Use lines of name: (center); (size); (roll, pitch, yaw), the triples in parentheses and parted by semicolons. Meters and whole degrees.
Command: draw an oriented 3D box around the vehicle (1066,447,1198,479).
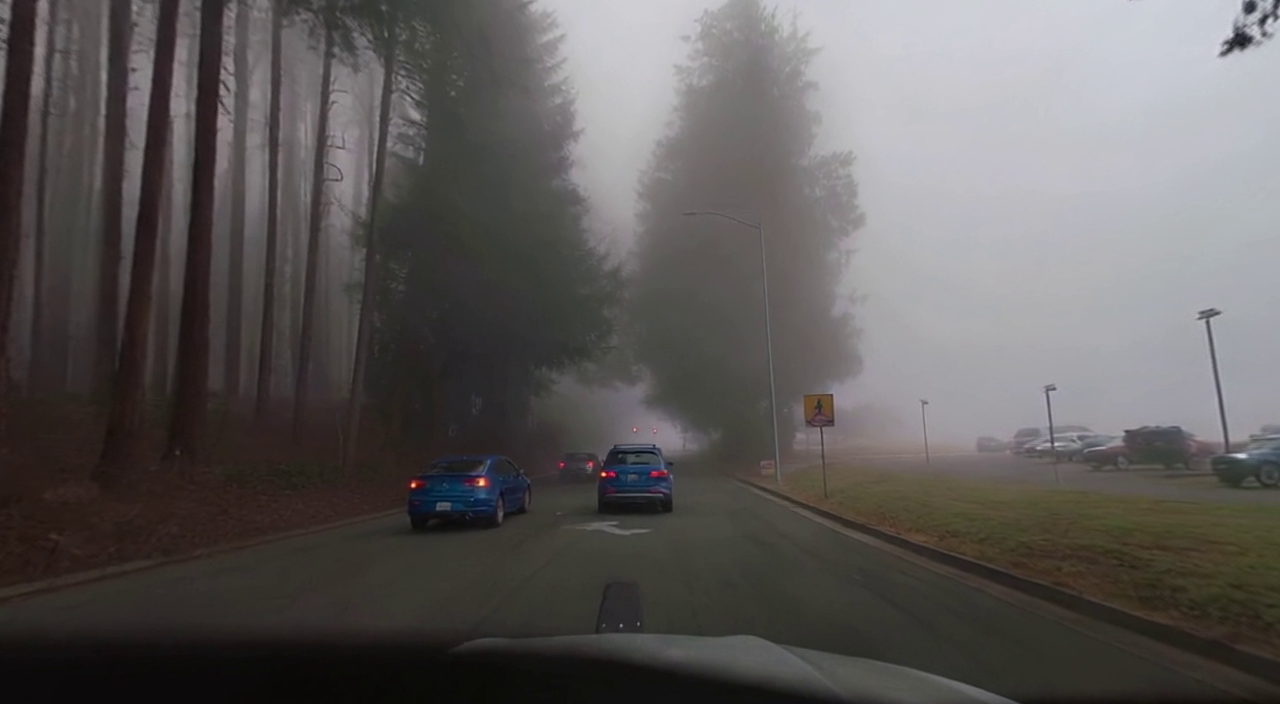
vehicle: (27.701, 6.213, 35.675); (5.955, 1.702, 2.166); (1, -8, -7)

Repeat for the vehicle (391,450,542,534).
vehicle: (-3.466, 2.860, 13.594); (1.922, 1.464, 4.424); (0, -8, 1)

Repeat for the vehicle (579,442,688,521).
vehicle: (-0.132, 2.953, 14.954); (2.229, 1.591, 3.897); (0, -8, 0)
